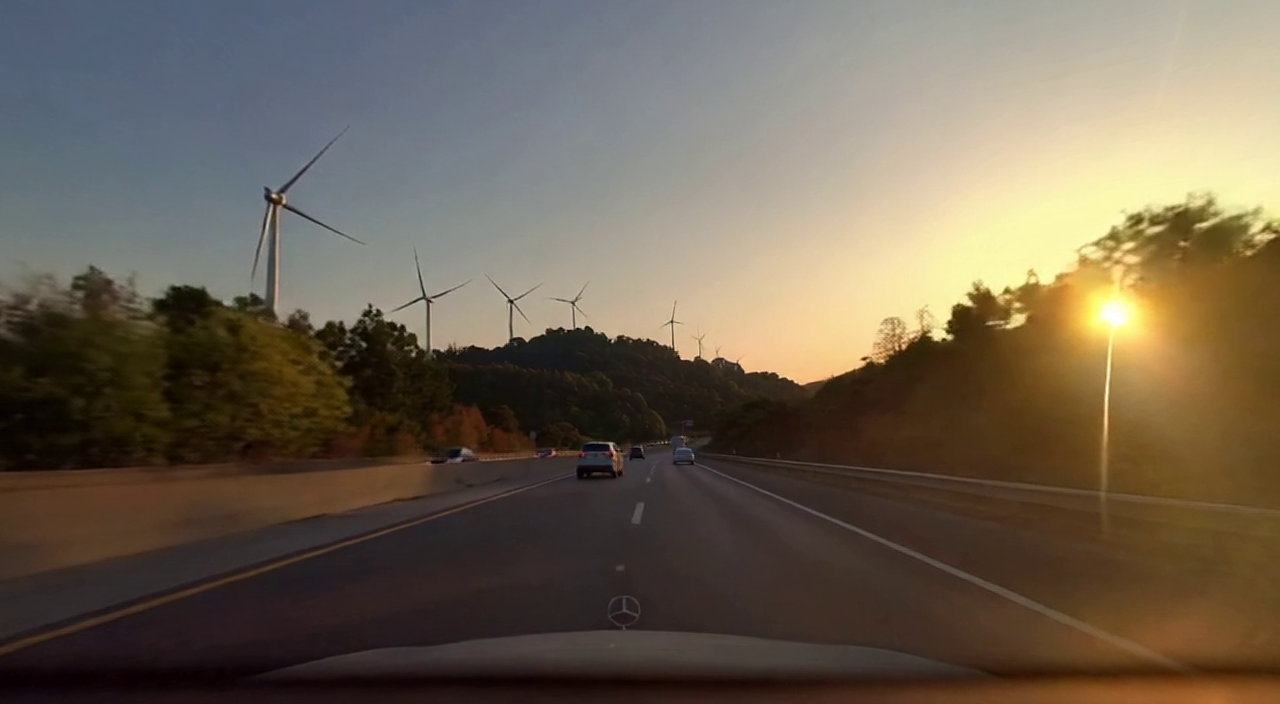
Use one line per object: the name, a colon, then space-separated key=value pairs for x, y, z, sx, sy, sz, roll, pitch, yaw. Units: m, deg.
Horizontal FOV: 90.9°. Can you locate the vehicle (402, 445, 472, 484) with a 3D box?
vehicle: x=-10.145 y=5.643 z=31.933 sx=1.951 sy=1.791 sz=4.509 roll=-1 pitch=-9 yaw=1

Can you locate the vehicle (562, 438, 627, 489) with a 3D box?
vehicle: x=-1.623 y=4.177 z=23.871 sx=2.038 sy=1.723 sz=4.150 roll=-1 pitch=-9 yaw=1
